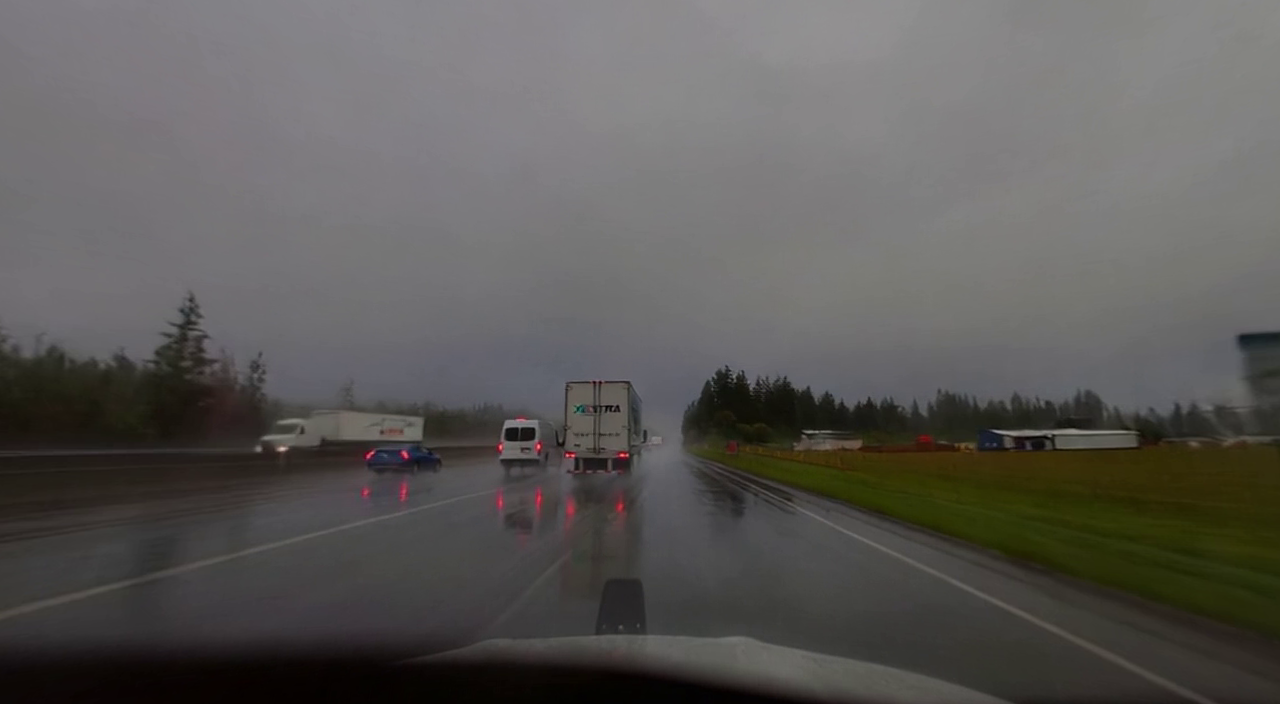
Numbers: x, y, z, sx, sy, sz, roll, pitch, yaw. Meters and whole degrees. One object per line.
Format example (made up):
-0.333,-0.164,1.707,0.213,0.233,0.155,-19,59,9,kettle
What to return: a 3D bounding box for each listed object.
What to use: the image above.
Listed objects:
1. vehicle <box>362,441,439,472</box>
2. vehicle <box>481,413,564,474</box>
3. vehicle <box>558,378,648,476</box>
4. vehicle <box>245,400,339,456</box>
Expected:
-12.267,5.380,32.619,1.901,1.487,4.622,0,-8,4,vehicle
-5.460,4.399,30.277,2.469,2.615,5.874,0,-8,3,vehicle
-1.457,3.850,30.878,3.183,4.011,9.617,0,-9,4,vehicle
-25.836,5.709,47.131,3.028,3.824,6.239,0,-8,3,vehicle
